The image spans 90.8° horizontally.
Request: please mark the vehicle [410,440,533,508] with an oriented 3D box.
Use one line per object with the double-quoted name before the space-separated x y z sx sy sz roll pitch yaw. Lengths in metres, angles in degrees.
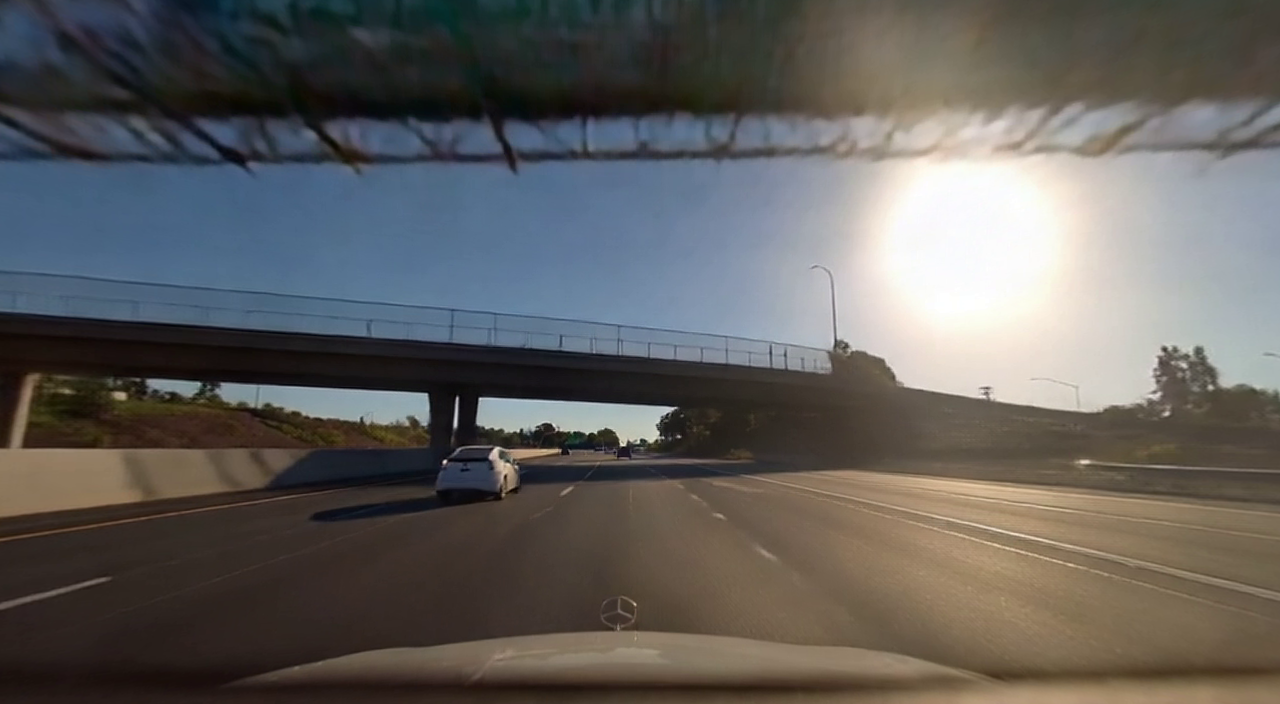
"vehicle" -4.164 3.078 16.416 2.050 1.507 4.316 0 -9 -1
